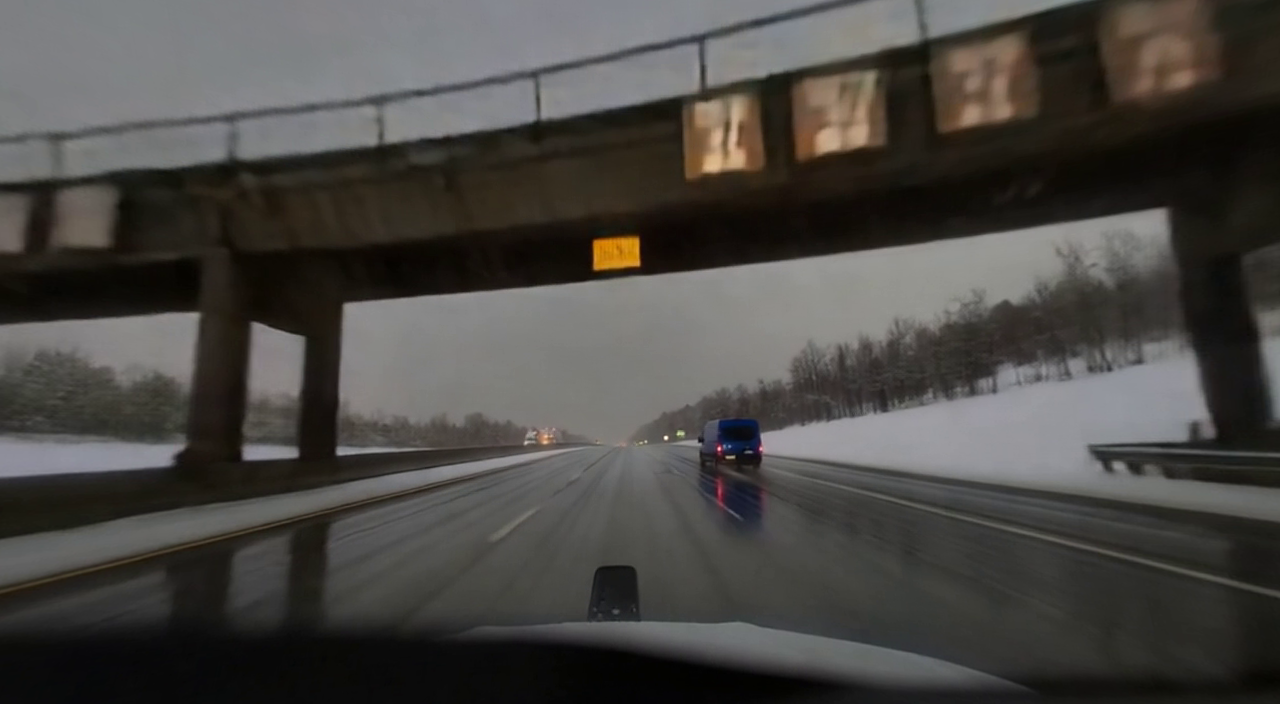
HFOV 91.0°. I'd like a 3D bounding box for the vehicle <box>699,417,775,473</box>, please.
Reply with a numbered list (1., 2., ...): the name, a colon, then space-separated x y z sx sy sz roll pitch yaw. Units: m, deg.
1. vehicle: 3.764 3.735 25.365 2.161 2.002 4.631 0 -8 -2
